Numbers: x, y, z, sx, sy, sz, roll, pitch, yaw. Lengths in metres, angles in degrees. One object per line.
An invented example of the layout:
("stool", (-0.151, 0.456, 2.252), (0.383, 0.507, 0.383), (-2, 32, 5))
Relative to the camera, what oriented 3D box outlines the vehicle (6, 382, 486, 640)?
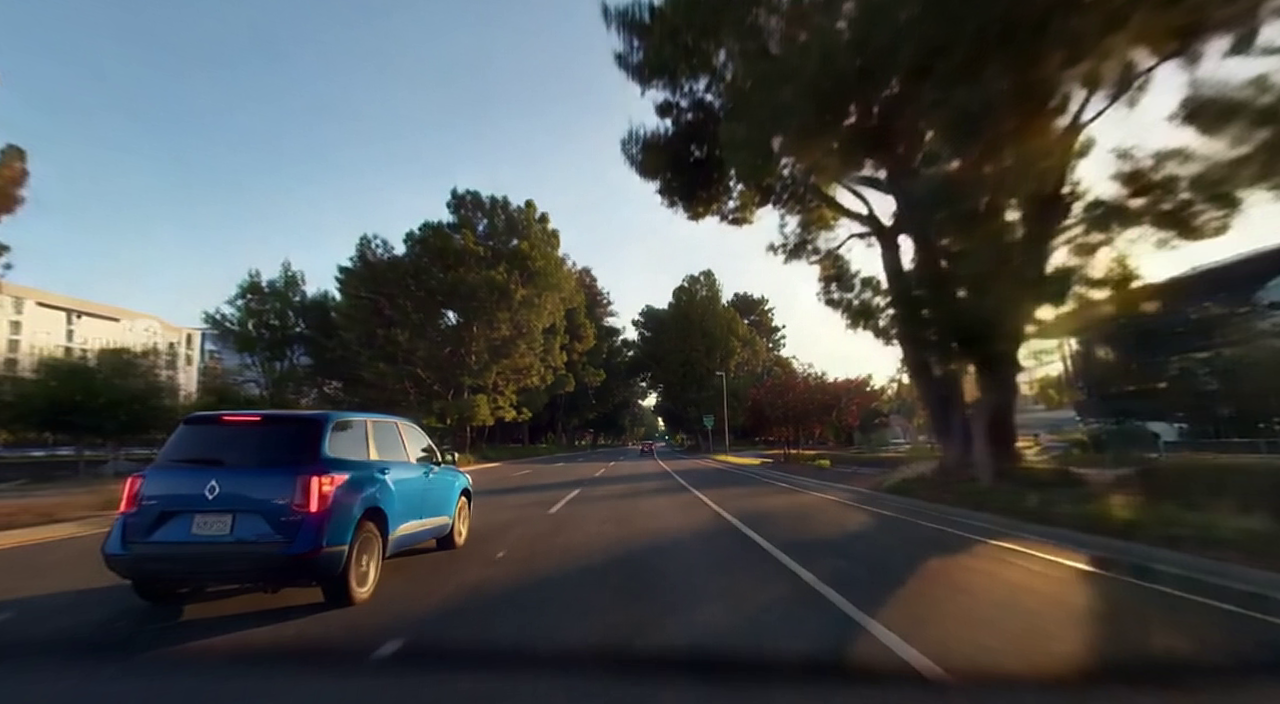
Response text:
("vehicle", (-3.188, 1.388, 6.525), (2.033, 1.713, 4.503), (0, -8, 0))
